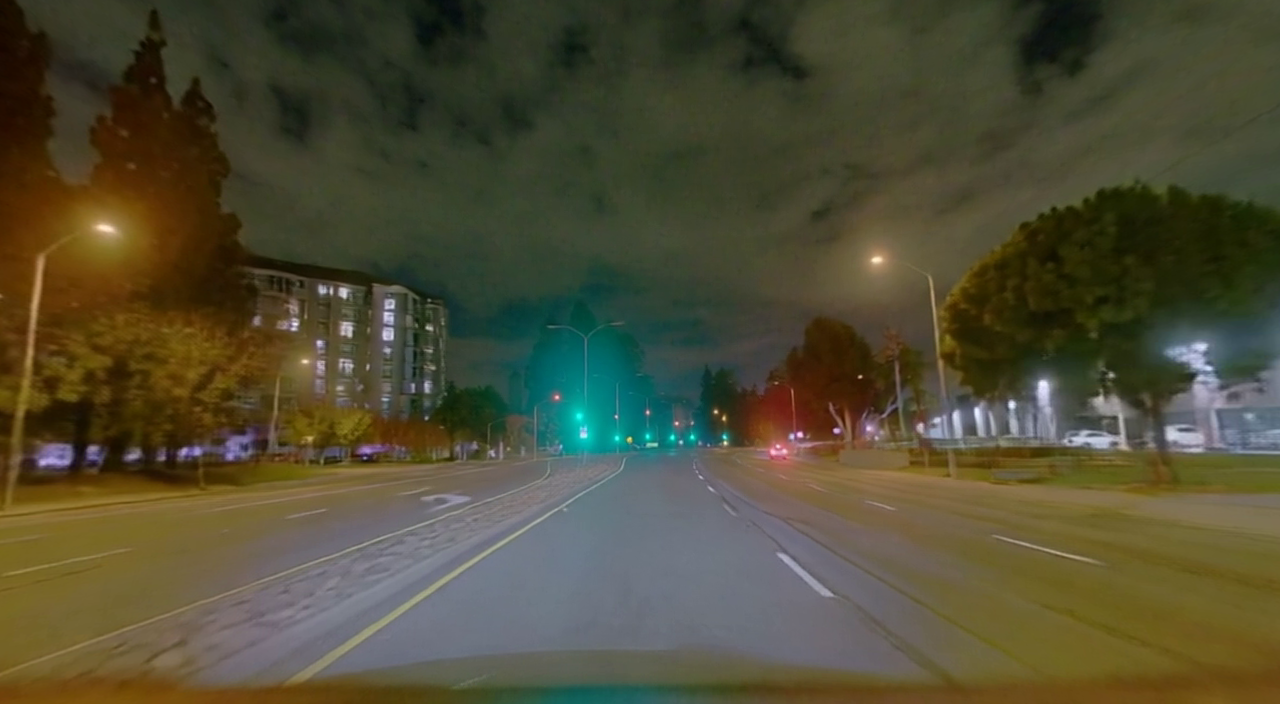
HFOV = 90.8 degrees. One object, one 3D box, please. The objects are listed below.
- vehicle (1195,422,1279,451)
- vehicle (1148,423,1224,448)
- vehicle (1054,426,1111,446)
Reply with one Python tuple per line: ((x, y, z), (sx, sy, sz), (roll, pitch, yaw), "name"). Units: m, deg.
((35.161, 4.971, 36.959), (3.934, 1.500, 1.956), (0, -9, -13), "vehicle")
((33.871, 5.203, 39.224), (3.693, 1.473, 1.643), (2, -8, -14), "vehicle")
((33.141, 6.305, 47.291), (3.328, 1.385, 1.570), (1, -9, -14), "vehicle")
